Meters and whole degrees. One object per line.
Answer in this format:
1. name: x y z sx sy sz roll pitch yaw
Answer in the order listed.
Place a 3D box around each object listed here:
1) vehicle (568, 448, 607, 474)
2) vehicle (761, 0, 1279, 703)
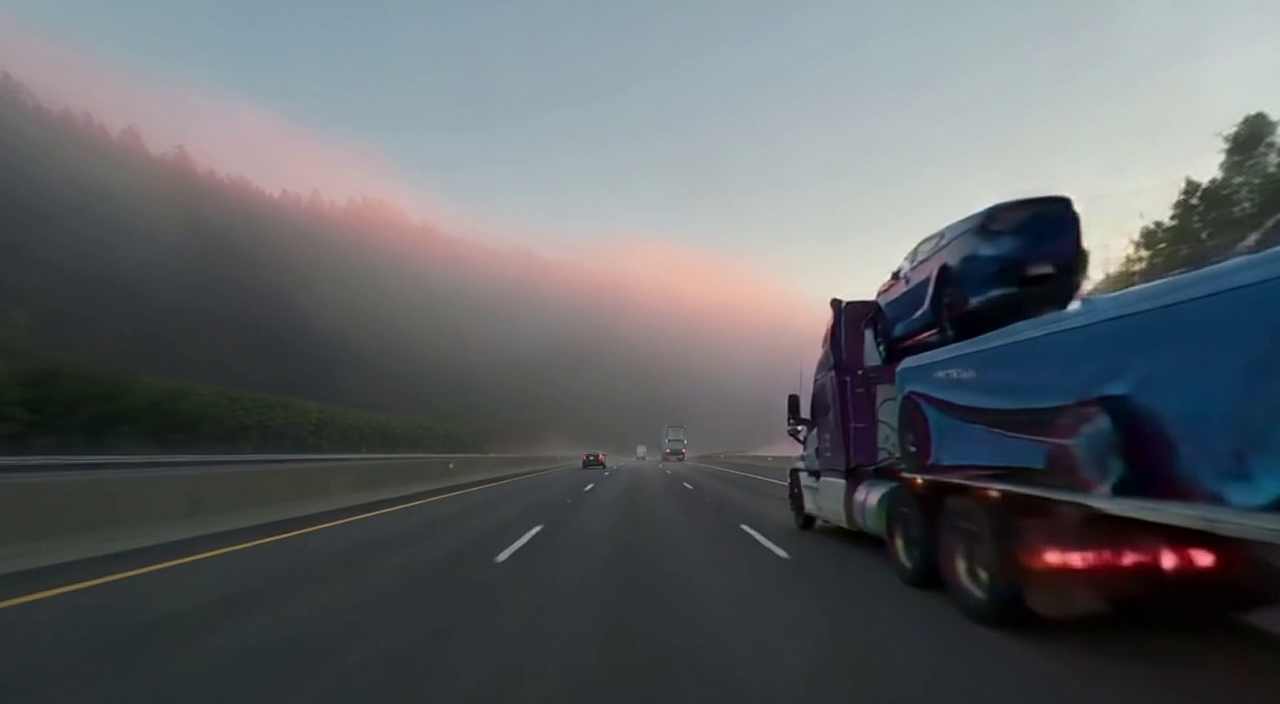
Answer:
1. vehicle: -3.317 6.974 40.614 2.091 1.522 4.301 0 -9 0
2. vehicle: 3.724 0.384 6.364 3.046 3.762 9.803 0 -9 0
